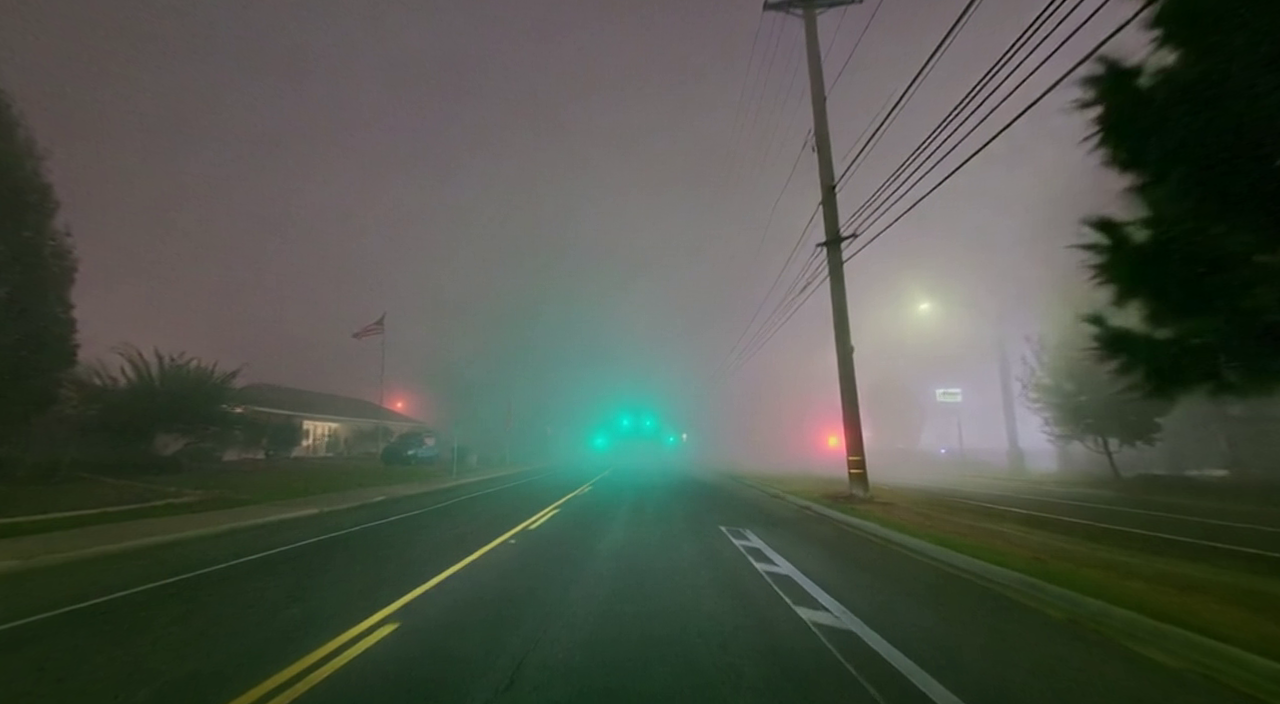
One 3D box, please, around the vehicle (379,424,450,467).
[{"bbox_3d":[-13.069,5.463,36.973,2.476,2.256,5.686,0,-8,-5],"label":"vehicle"}]
